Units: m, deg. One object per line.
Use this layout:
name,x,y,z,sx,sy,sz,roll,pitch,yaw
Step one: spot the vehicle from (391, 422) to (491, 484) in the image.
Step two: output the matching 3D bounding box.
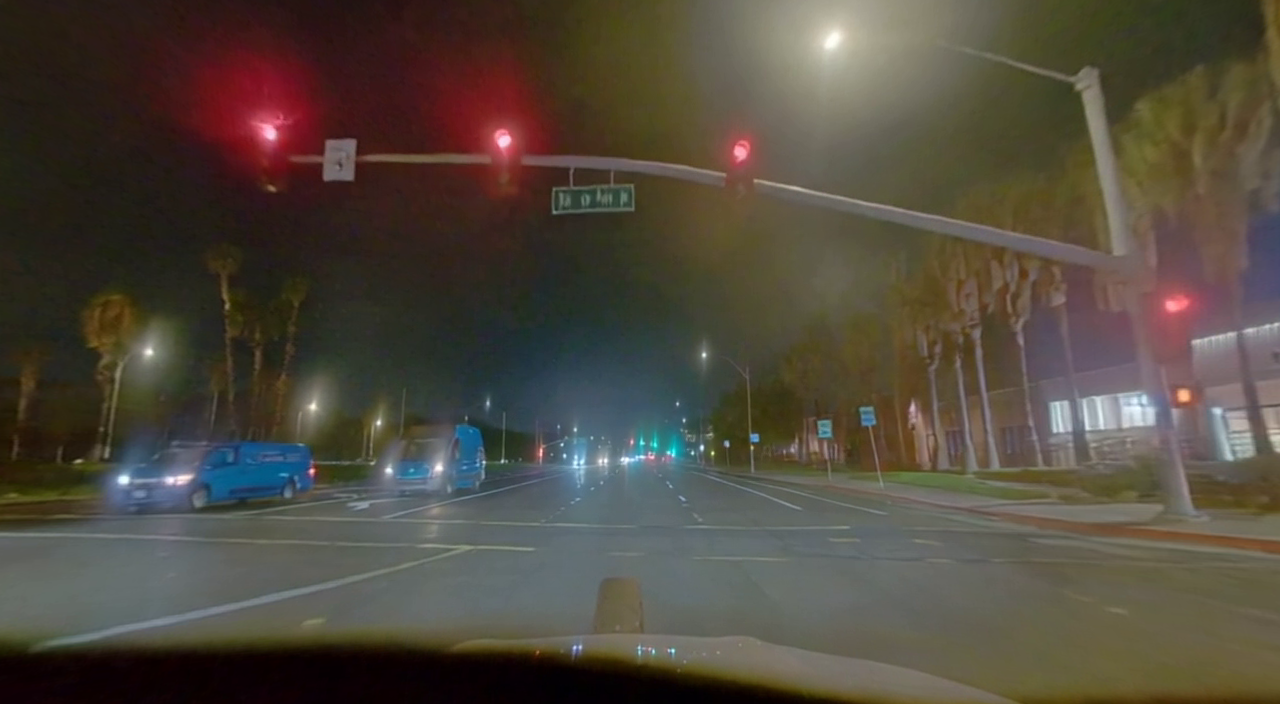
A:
vehicle,-9.635,5.003,31.550,2.509,2.712,7.034,0,-9,2

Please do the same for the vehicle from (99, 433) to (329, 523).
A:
vehicle,-9.219,2.732,14.290,2.074,1.681,4.417,0,-9,1
